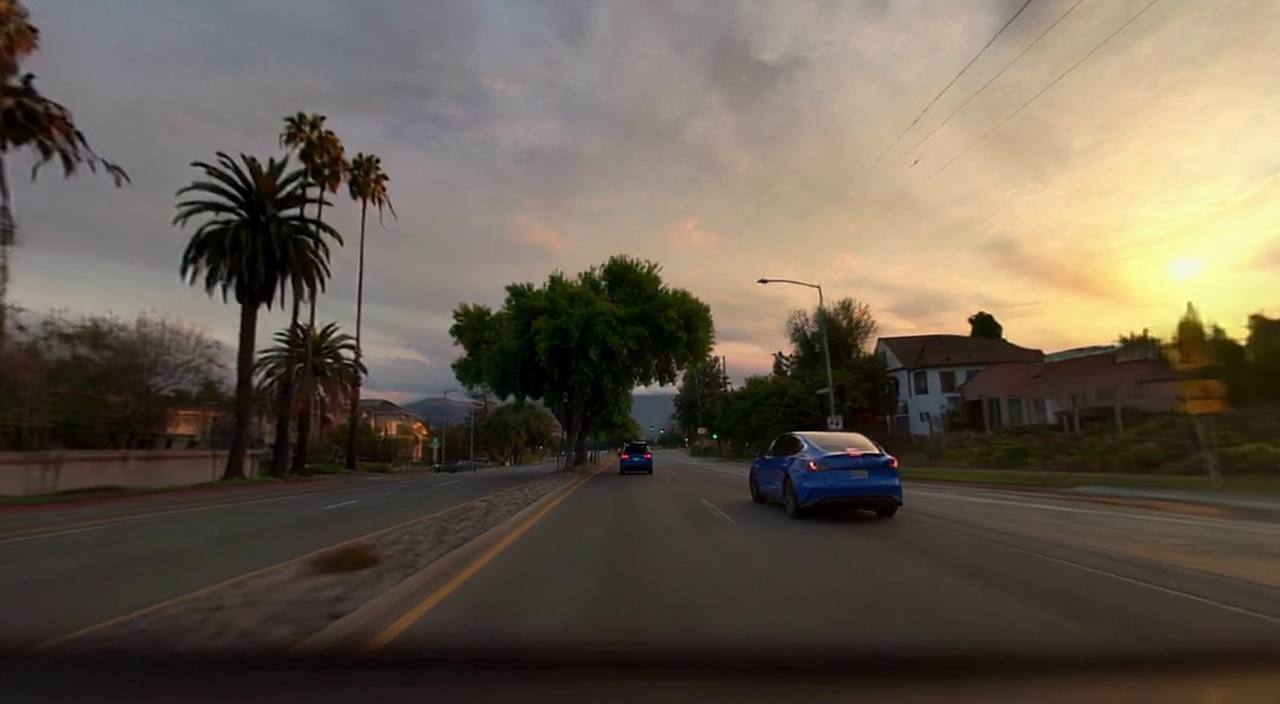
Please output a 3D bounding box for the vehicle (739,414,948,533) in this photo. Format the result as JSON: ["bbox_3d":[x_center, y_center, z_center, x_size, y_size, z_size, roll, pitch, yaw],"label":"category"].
[{"bbox_3d":[3.540,2.251,12.351,2.205,1.803,5.135,0,-9,-2],"label":"vehicle"}]

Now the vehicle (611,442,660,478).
[{"bbox_3d":[-0.283,5.488,32.375,2.341,1.709,4.466,0,-9,-1],"label":"vehicle"}]
